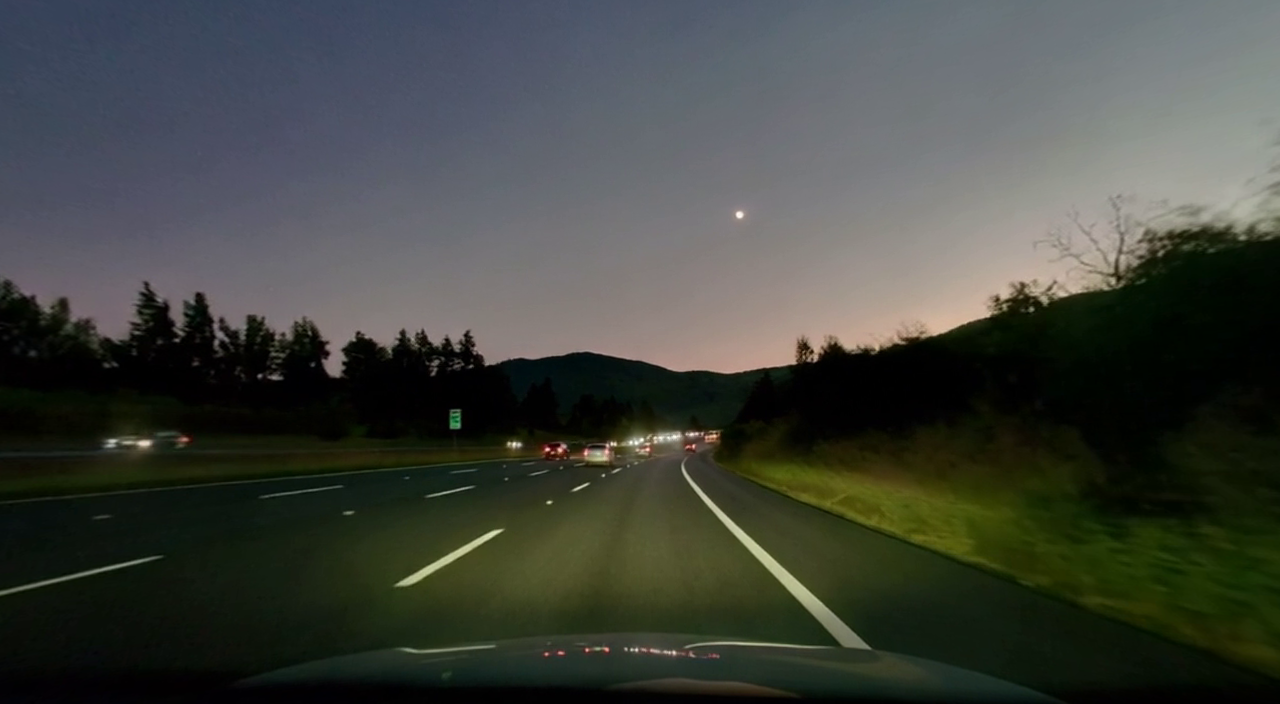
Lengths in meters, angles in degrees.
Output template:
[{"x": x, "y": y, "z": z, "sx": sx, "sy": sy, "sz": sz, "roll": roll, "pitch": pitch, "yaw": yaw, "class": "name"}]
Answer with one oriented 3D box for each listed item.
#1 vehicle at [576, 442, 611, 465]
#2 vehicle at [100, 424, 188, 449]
[{"x": -3.492, "y": 7.745, "z": 48.275, "sx": 2.035, "sy": 1.673, "sz": 4.469, "roll": 0, "pitch": -9, "yaw": 3, "class": "vehicle"}, {"x": -32.618, "y": 5.609, "z": 41.588, "sx": 1.985, "sy": 1.514, "sz": 4.533, "roll": 0, "pitch": -9, "yaw": 3, "class": "vehicle"}]
